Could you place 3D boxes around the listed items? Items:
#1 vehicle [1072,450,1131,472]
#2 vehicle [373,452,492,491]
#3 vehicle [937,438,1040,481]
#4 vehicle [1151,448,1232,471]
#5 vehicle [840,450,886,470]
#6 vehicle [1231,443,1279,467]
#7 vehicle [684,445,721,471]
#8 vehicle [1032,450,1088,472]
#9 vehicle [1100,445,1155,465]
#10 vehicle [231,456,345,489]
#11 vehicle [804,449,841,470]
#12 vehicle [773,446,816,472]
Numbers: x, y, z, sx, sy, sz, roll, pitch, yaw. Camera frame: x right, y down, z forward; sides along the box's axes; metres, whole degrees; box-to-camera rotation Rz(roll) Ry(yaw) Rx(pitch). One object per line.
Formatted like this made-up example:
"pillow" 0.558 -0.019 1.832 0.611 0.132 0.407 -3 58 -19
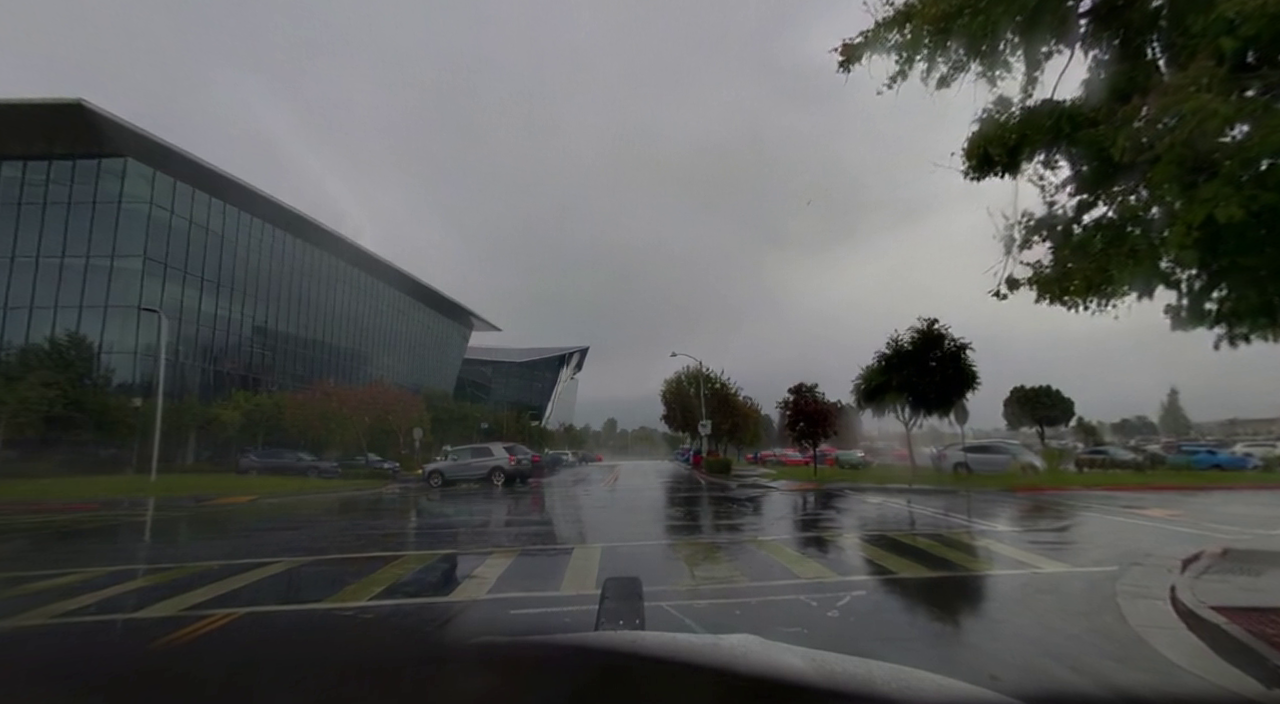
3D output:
"vehicle" 31.311 7.396 42.977 1.519 1.371 3.278 0 -8 0
"vehicle" -8.703 4.964 26.575 4.442 1.504 1.809 4 -10 -28
"vehicle" 16.470 5.079 30.197 2.048 1.852 4.998 0 -8 0
"vehicle" 36.999 7.231 42.531 1.678 1.423 4.191 0 -9 1
"vehicle" 17.102 8.273 48.650 1.971 1.478 4.477 0 -8 1
"vehicle" 43.045 6.946 42.746 1.758 1.572 4.421 0 -8 0
"vehicle" 4.588 7.796 46.921 2.262 1.794 5.331 0 -8 1
"vehicle" 28.333 7.344 42.717 1.495 1.371 3.336 -1 -9 0
"vehicle" 37.030 7.820 48.055 1.545 1.398 3.431 0 -9 3
"vehicle" -16.658 5.692 30.029 4.331 1.437 1.876 0 -8 3
"vehicle" 14.159 8.355 49.310 1.935 1.477 3.719 0 -8 3
"vehicle" 10.531 7.284 43.351 1.936 1.673 4.305 0 -8 1
